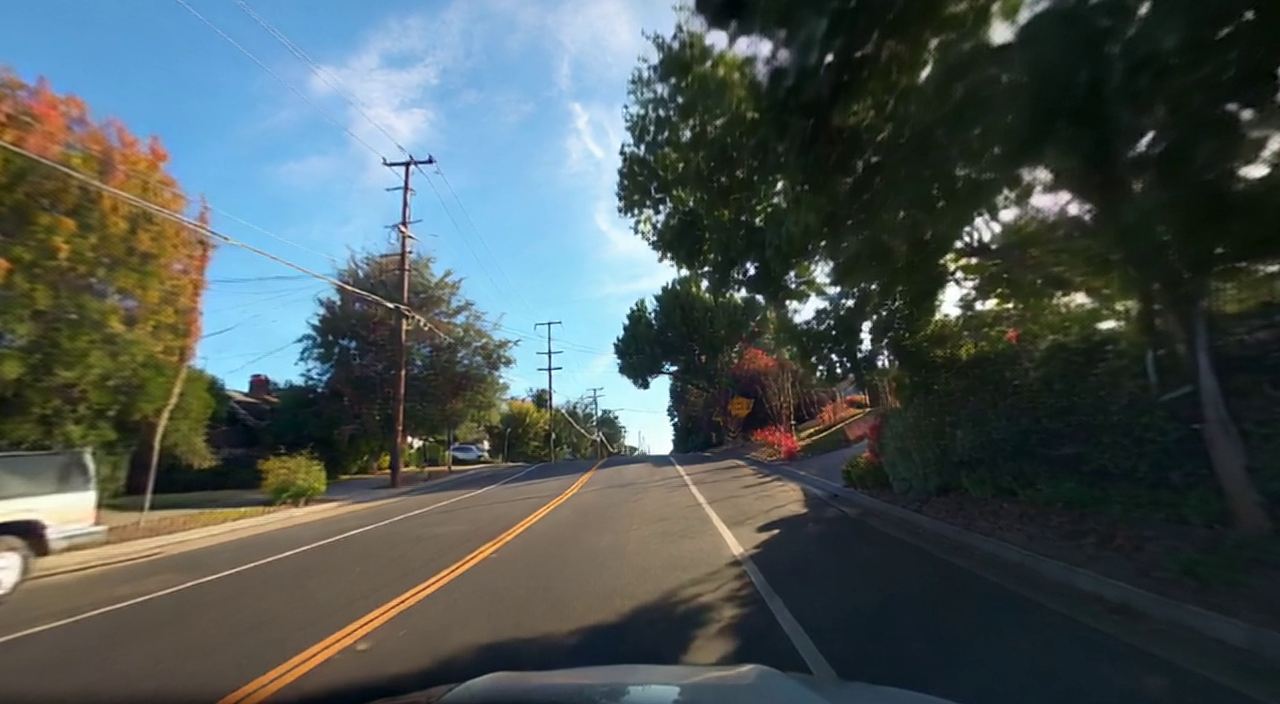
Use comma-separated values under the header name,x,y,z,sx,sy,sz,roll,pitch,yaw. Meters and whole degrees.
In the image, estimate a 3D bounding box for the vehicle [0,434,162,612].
name,x,y,z,sx,sy,sz,roll,pitch,yaw
vehicle,-6.801,1.440,4.894,2.032,1.595,5.289,0,-8,0
